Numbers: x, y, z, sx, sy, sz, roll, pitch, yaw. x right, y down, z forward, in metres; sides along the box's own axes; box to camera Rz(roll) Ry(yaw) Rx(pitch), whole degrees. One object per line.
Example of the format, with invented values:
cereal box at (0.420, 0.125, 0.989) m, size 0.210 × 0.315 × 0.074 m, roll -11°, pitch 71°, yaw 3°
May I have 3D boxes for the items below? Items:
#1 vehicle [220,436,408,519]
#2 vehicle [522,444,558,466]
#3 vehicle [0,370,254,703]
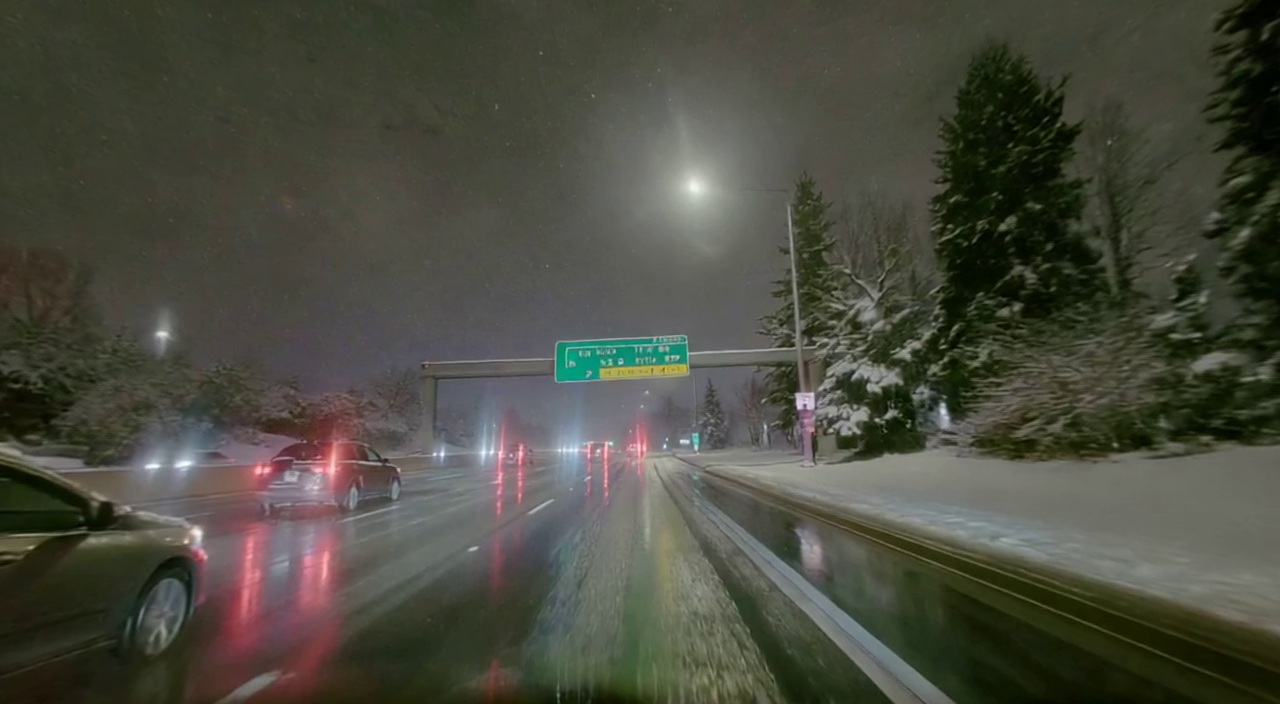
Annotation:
vehicle at (-7.530, 2.919, 15.219) m, size 2.071 × 1.661 × 4.540 m, roll 0°, pitch -9°, yaw 0°
vehicle at (-7.690, 7.970, 48.850) m, size 2.075 × 1.642 × 4.638 m, roll 0°, pitch -8°, yaw 0°
vehicle at (-3.919, 0.876, 2.314) m, size 2.036 × 1.717 × 4.592 m, roll 0°, pitch -9°, yaw 1°
